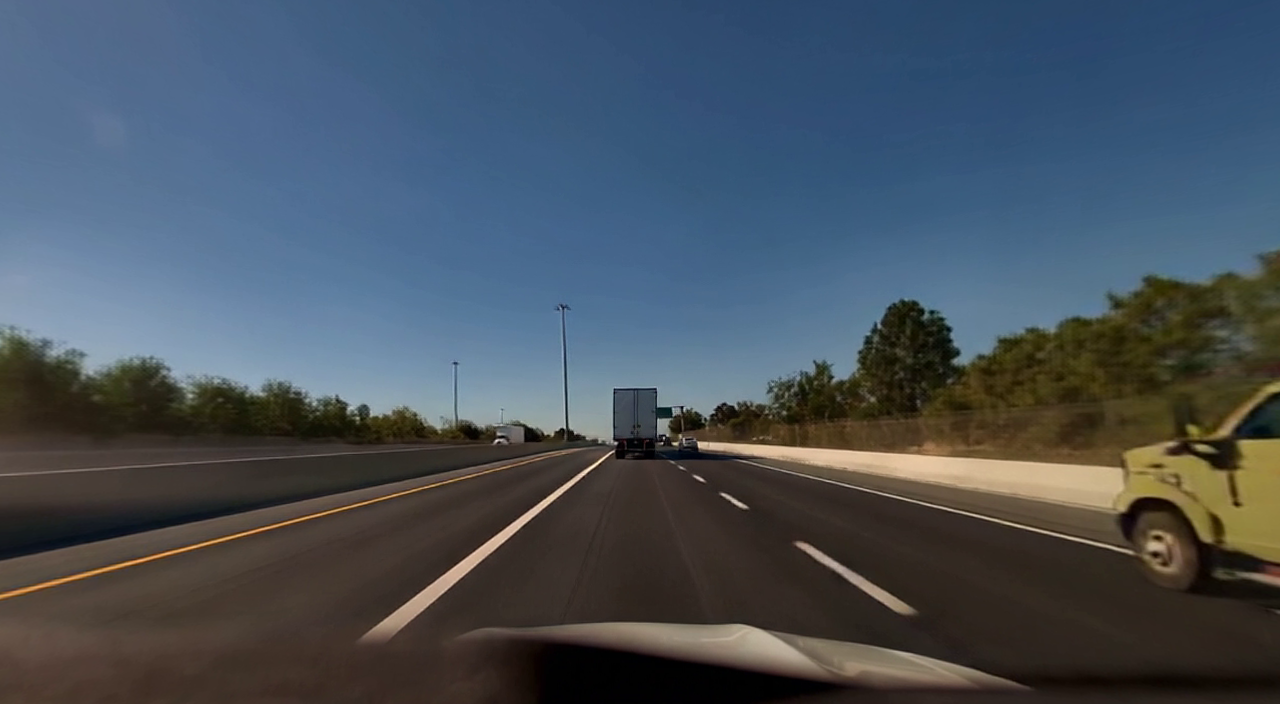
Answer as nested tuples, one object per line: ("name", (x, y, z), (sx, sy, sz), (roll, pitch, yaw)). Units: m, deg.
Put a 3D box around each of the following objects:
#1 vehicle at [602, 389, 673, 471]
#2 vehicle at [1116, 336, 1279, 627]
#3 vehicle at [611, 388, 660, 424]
("vehicle", (-0.296, 4.068, 33.059), (2.953, 3.406, 13.372), (0, -7, -2))
("vehicle", (5.115, 0.677, 2.932), (2.091, 1.829, 4.625), (0, -8, -1))
("vehicle", (-0.200, 2.534, 28.926), (2.112, 1.472, 4.240), (0, -8, 0))
